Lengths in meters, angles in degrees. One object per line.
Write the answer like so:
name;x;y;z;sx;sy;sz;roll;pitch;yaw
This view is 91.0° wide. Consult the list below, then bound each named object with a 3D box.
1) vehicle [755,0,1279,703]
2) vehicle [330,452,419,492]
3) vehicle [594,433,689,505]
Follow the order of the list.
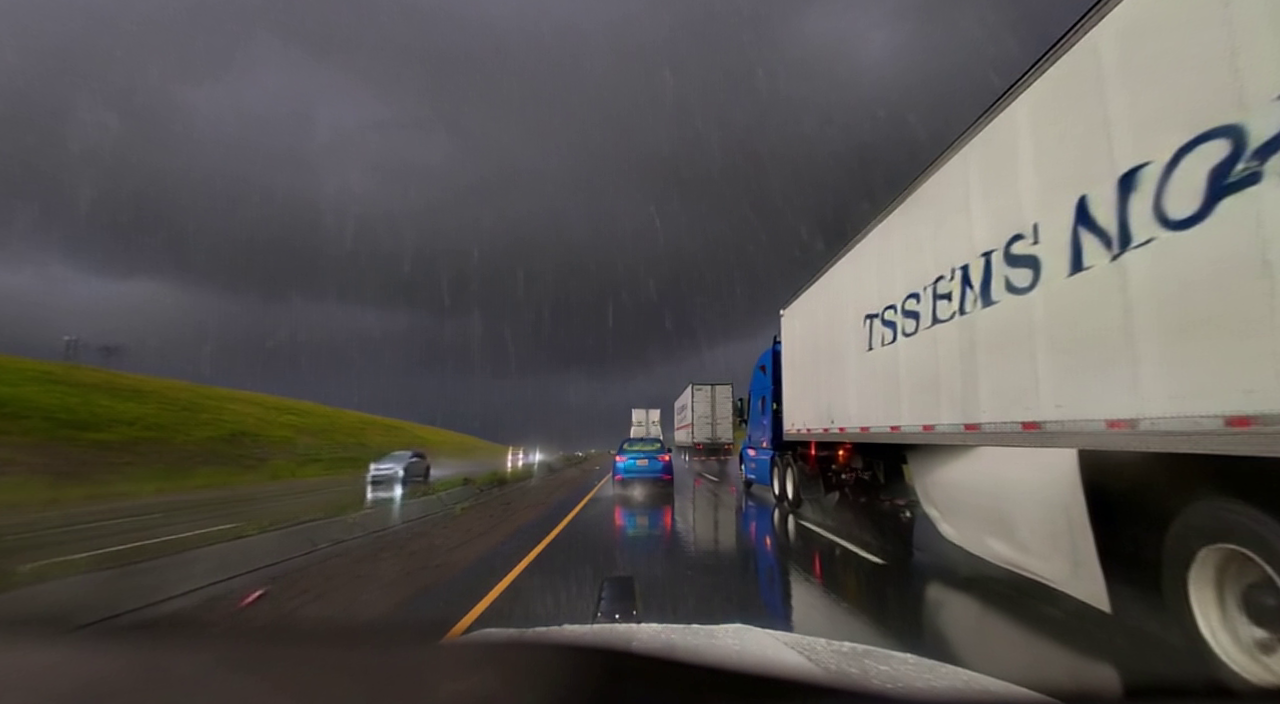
vehicle;4.384;0.041;6.495;3.410;4.438;14.410;0;-8;-1
vehicle;-11.169;5.040;26.855;1.951;1.464;4.370;-1;-8;-1
vehicle;0.008;2.785;15.445;2.045;1.507;3.763;-1;-8;-1
